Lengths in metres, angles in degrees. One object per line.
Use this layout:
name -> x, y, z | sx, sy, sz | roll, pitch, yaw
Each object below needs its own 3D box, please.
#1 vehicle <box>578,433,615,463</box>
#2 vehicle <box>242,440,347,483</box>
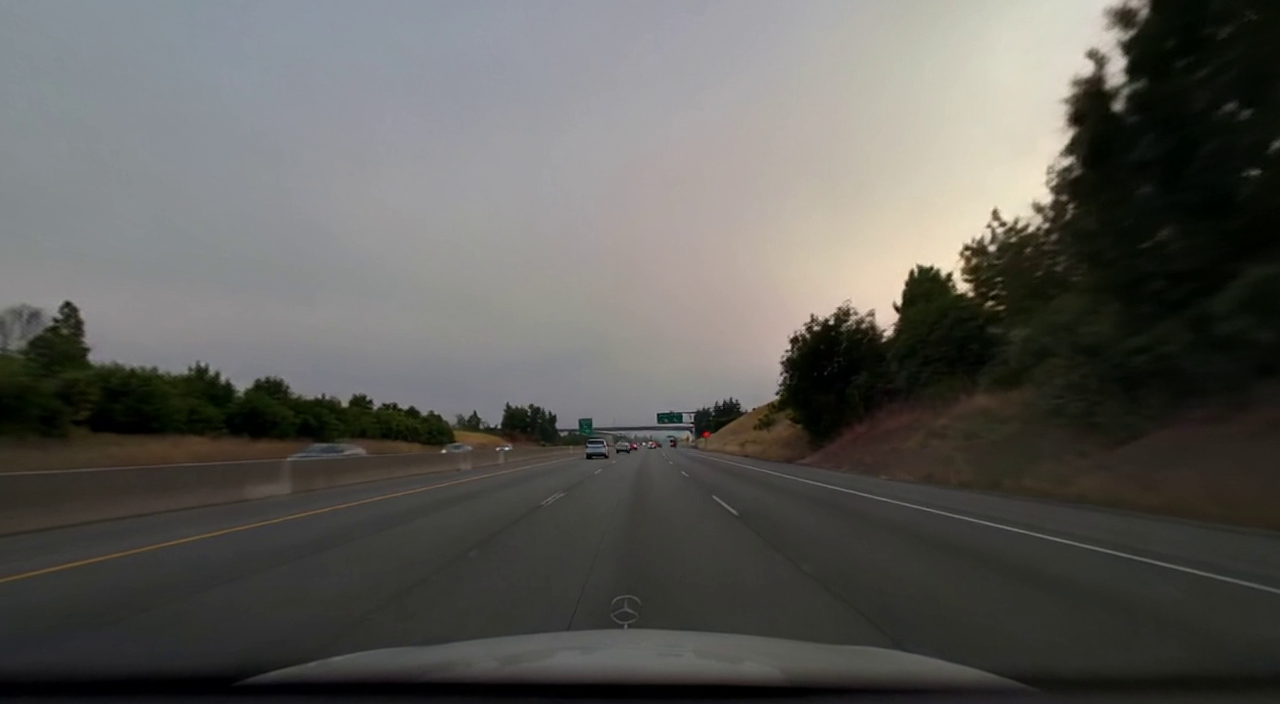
vehicle -> -3.104, 6.921, 45.541 | 2.286, 2.011, 4.452 | 0, -8, 1
vehicle -> -16.803, 5.319, 30.991 | 2.167, 1.922, 5.322 | 0, -8, 0
